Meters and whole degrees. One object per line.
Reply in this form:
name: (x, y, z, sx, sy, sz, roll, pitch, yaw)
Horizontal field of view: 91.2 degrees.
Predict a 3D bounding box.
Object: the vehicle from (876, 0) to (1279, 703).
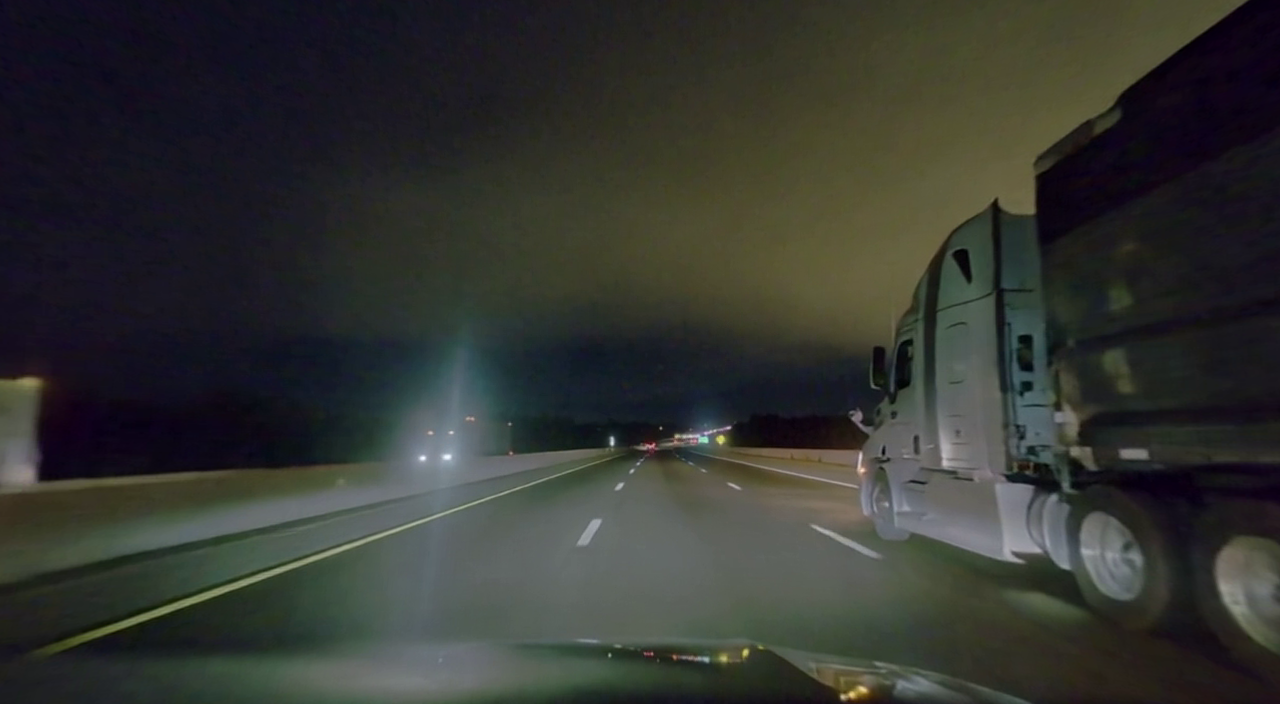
vehicle: (4.812, 0.140, 4.915, 3.107, 4.307, 7.088, 0, -8, 0)
